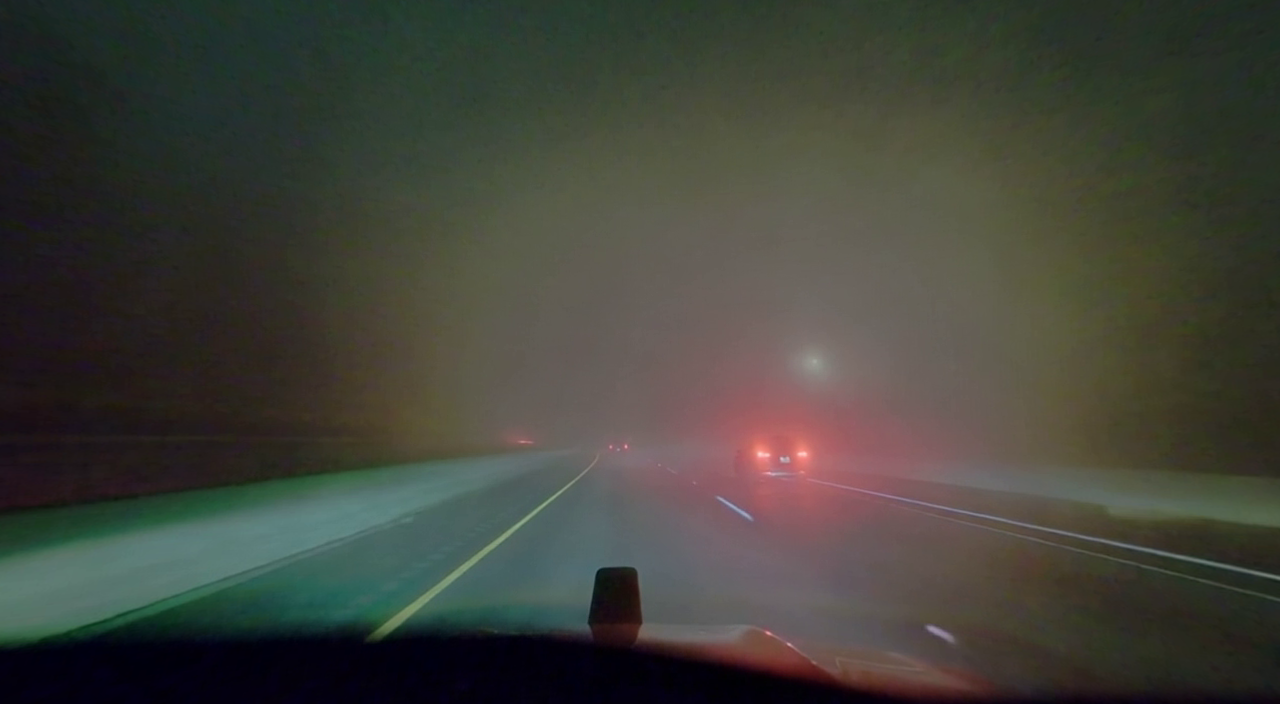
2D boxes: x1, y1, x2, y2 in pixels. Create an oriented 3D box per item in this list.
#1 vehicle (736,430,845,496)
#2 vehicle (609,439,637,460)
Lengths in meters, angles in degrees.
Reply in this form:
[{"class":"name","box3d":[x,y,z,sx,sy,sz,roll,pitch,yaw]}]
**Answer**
[{"class":"vehicle","box3d":[3.808,2.855,16.575,1.852,1.513,3.652,0,-8,-2]},{"class":"vehicle","box3d":[-1.337,7.229,46.884,1.998,1.512,3.735,0,-8,-3]}]
